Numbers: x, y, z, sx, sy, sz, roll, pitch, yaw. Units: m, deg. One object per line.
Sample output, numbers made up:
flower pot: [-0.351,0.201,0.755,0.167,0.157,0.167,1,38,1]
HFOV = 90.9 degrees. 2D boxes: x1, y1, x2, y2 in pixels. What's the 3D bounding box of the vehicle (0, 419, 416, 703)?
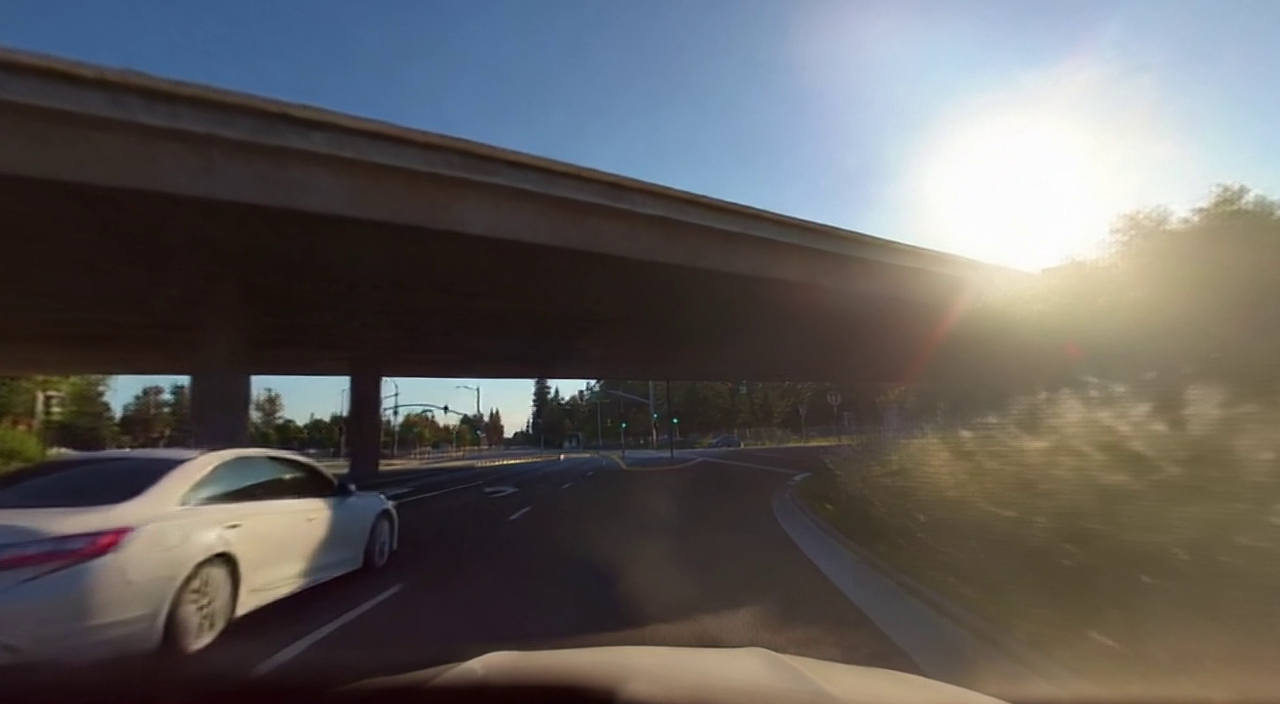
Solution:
vehicle: [-3.789,1.448,5.632,1.963,1.460,4.614,0,-9,-1]
